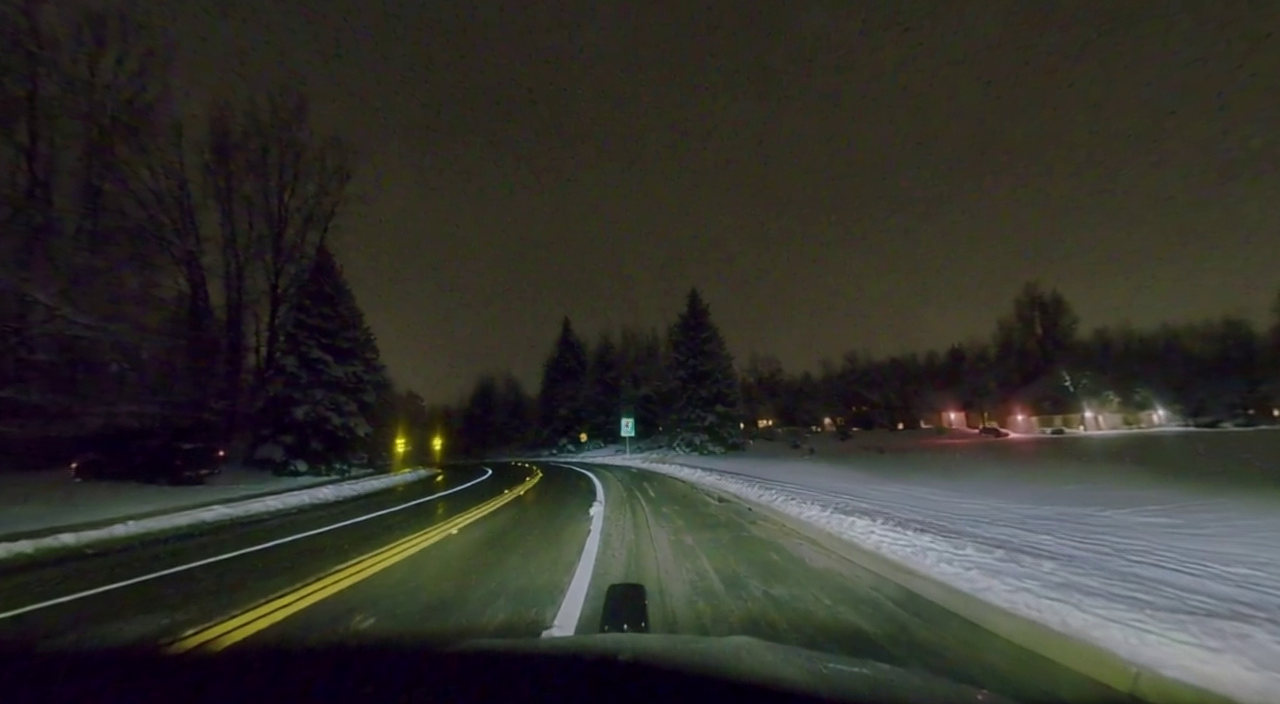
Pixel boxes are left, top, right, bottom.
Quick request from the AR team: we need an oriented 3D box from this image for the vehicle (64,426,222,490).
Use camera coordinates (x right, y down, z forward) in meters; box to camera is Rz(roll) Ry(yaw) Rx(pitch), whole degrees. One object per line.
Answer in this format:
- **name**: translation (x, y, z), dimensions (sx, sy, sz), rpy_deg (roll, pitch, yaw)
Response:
- **vehicle**: translation (-17.185, 3.644, 21.819), dimensions (4.699, 1.996, 2.116), rpy_deg (-4, -9, 23)
